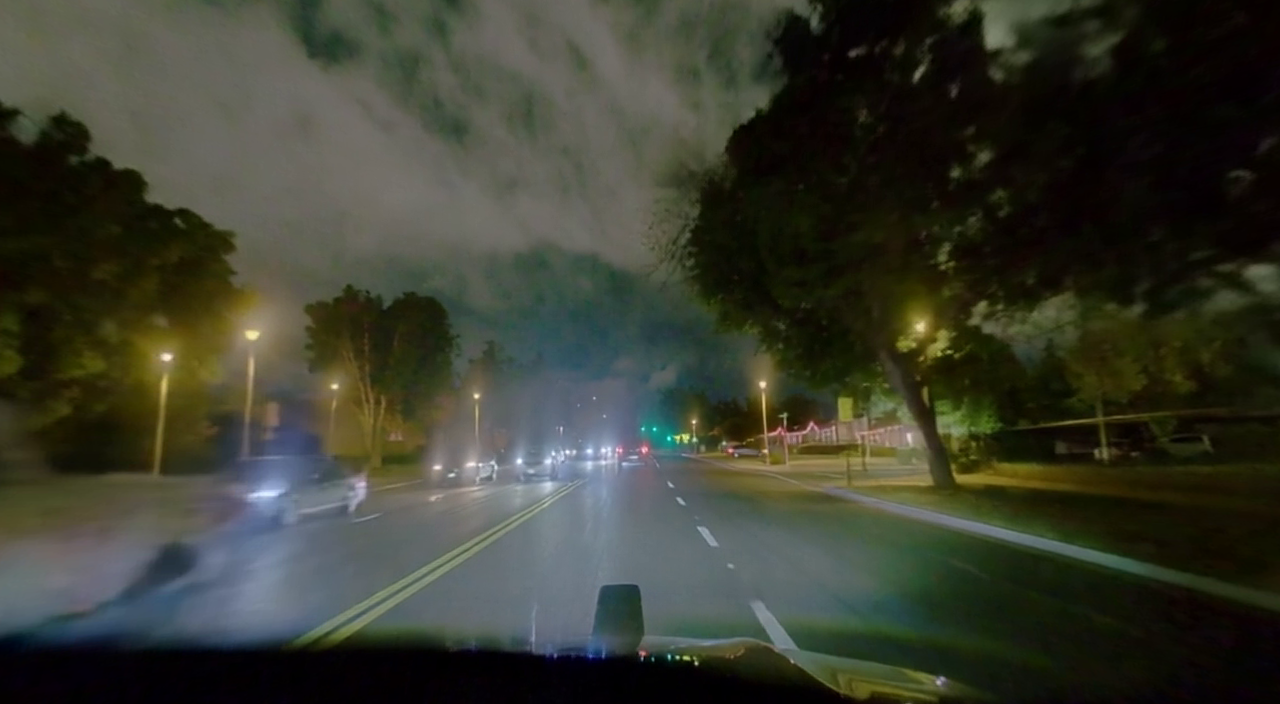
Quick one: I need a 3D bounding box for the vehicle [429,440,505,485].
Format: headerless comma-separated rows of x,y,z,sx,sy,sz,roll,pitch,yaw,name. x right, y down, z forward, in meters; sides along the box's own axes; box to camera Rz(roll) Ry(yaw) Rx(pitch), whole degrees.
-7.381,4.742,27.412,2.044,1.699,4.400,-2,-8,1,vehicle

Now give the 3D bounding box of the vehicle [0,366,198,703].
-3.942,0.783,1.806,1.977,1.729,4.625,0,-8,0,vehicle

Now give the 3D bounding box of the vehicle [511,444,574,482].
-4.166,4.780,27.641,2.039,1.460,4.189,-2,-8,1,vehicle

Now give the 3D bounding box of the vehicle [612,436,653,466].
-0.448,6.660,42.627,2.554,1.902,5.329,0,-8,1,vehicle

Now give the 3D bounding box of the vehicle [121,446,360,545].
-7.510,2.671,12.531,1.978,1.458,4.287,-4,-8,0,vehicle
